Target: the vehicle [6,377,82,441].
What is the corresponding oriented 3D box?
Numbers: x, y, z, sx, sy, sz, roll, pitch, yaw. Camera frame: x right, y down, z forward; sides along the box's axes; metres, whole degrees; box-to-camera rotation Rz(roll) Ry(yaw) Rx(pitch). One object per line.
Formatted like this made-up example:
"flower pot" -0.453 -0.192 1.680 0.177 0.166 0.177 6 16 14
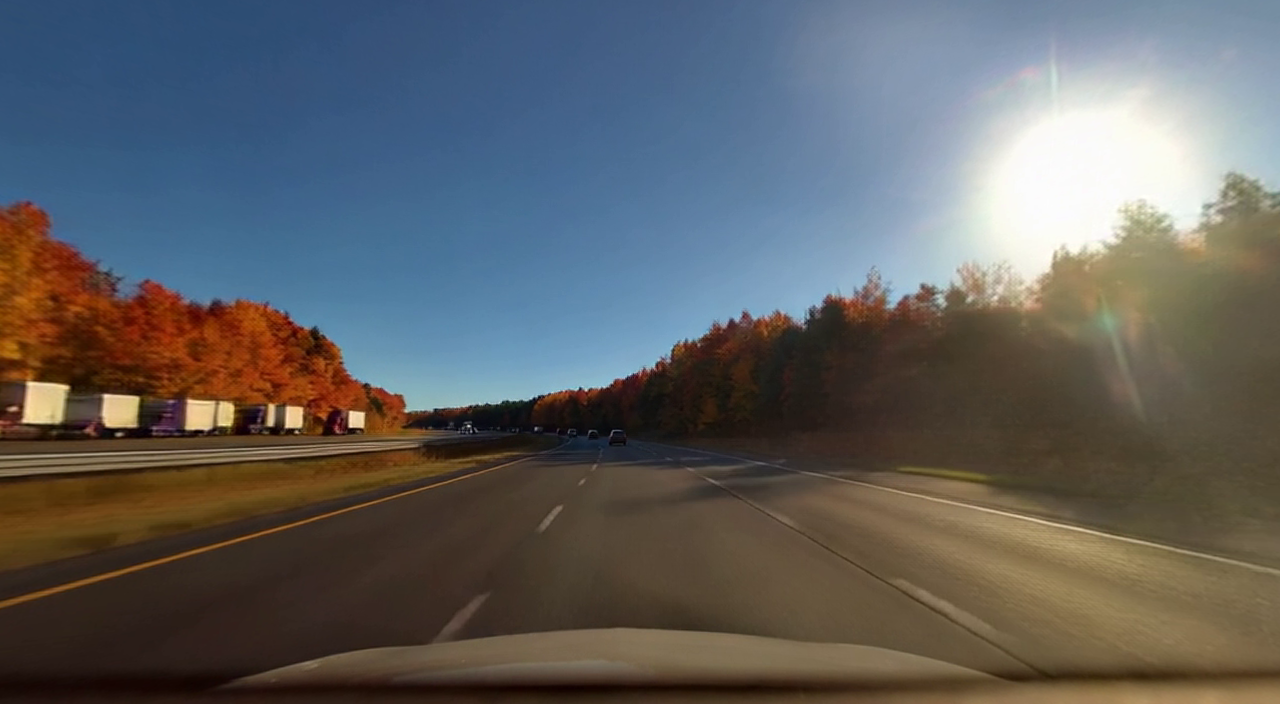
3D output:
"vehicle" -43.768 4.051 46.064 6.538 4.314 3.494 -3 -5 44
